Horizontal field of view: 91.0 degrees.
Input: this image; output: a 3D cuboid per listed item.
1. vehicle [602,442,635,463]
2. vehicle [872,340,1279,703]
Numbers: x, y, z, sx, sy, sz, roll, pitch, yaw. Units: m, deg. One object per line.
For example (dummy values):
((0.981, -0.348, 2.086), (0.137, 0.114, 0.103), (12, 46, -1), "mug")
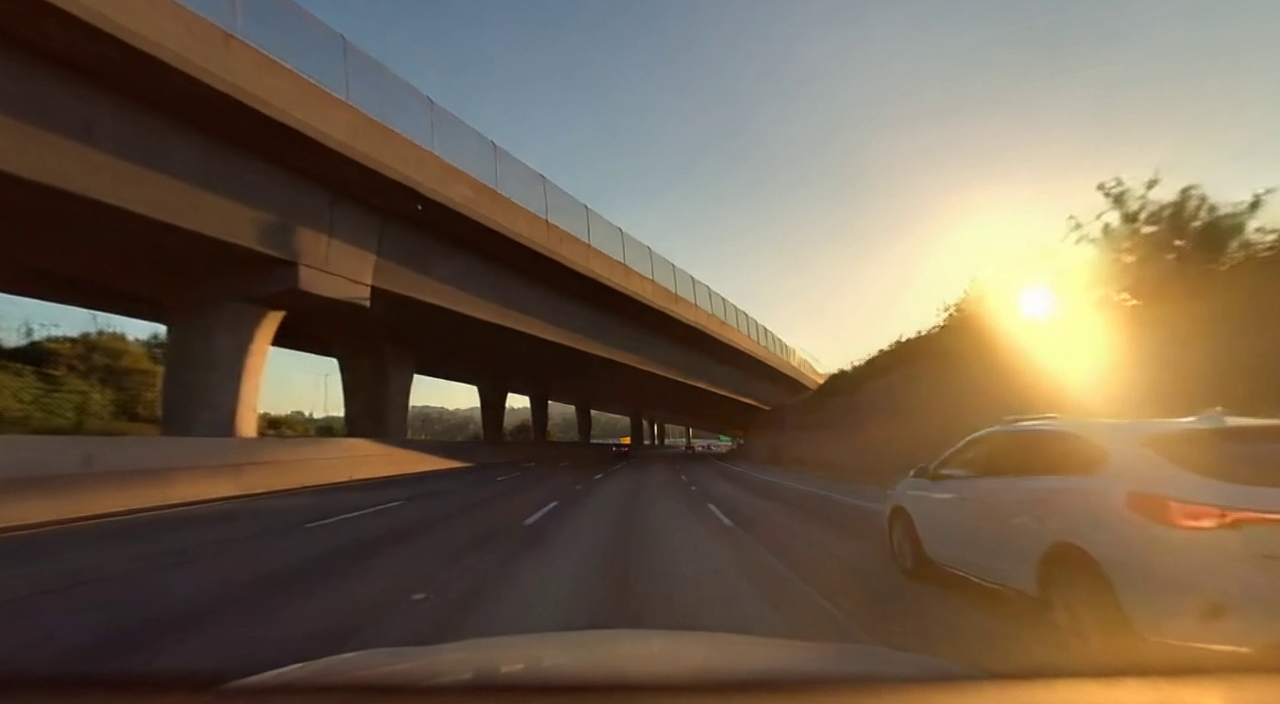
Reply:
((-1.603, 7.714, 48.539), (2.088, 1.565, 4.410), (-1, -8, 4), "vehicle")
((3.487, 1.099, 4.327), (2.090, 1.715, 4.228), (0, -8, -1), "vehicle")
